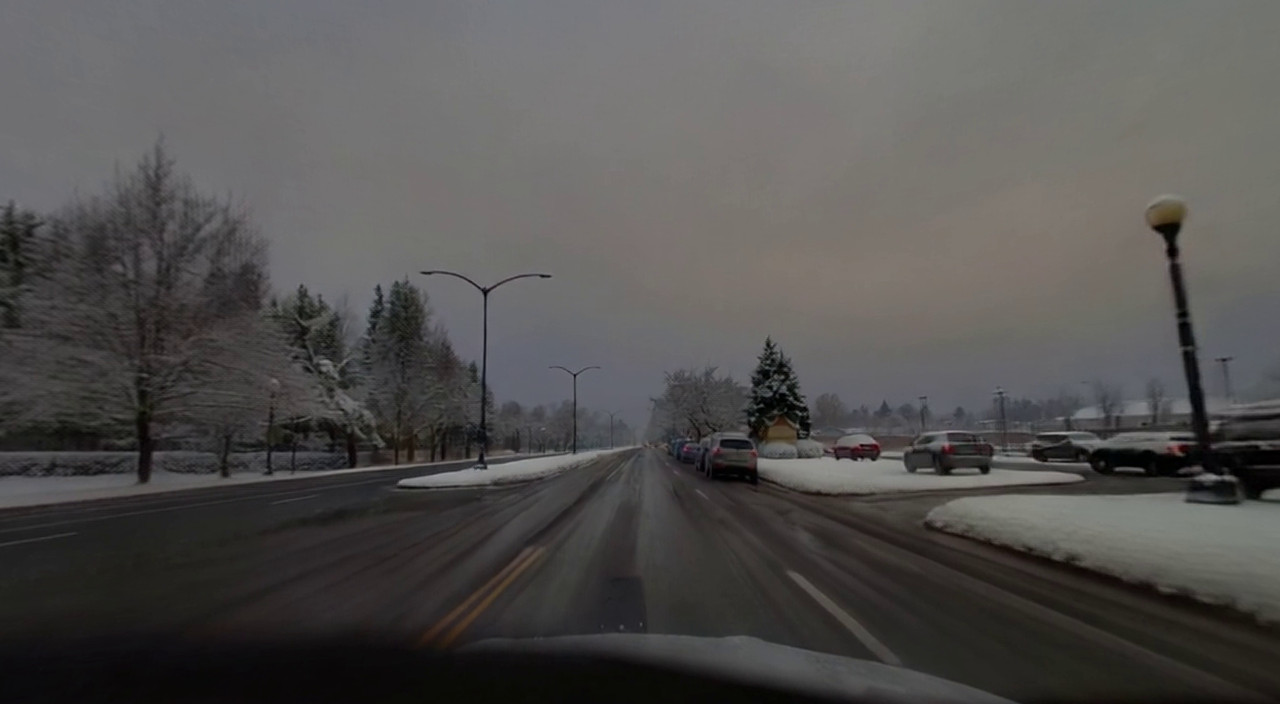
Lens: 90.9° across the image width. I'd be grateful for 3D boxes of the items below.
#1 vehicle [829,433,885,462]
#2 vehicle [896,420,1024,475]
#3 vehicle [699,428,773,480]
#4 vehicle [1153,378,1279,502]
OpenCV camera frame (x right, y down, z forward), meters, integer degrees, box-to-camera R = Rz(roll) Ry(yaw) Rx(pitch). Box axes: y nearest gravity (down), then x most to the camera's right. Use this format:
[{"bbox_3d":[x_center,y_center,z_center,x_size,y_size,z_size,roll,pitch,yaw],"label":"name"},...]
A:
[{"bbox_3d":[14.439,6.368,42.271,2.227,1.720,4.959,1,-8,3],"label":"vehicle"},{"bbox_3d":[11.434,3.467,22.967,2.220,1.798,4.427,0,-8,-1],"label":"vehicle"},{"bbox_3d":[3.668,3.965,24.851,2.144,1.848,4.159,0,-8,-1],"label":"vehicle"},{"bbox_3d":[11.180,1.298,9.340,2.197,1.923,5.799,0,-8,-1],"label":"vehicle"}]
